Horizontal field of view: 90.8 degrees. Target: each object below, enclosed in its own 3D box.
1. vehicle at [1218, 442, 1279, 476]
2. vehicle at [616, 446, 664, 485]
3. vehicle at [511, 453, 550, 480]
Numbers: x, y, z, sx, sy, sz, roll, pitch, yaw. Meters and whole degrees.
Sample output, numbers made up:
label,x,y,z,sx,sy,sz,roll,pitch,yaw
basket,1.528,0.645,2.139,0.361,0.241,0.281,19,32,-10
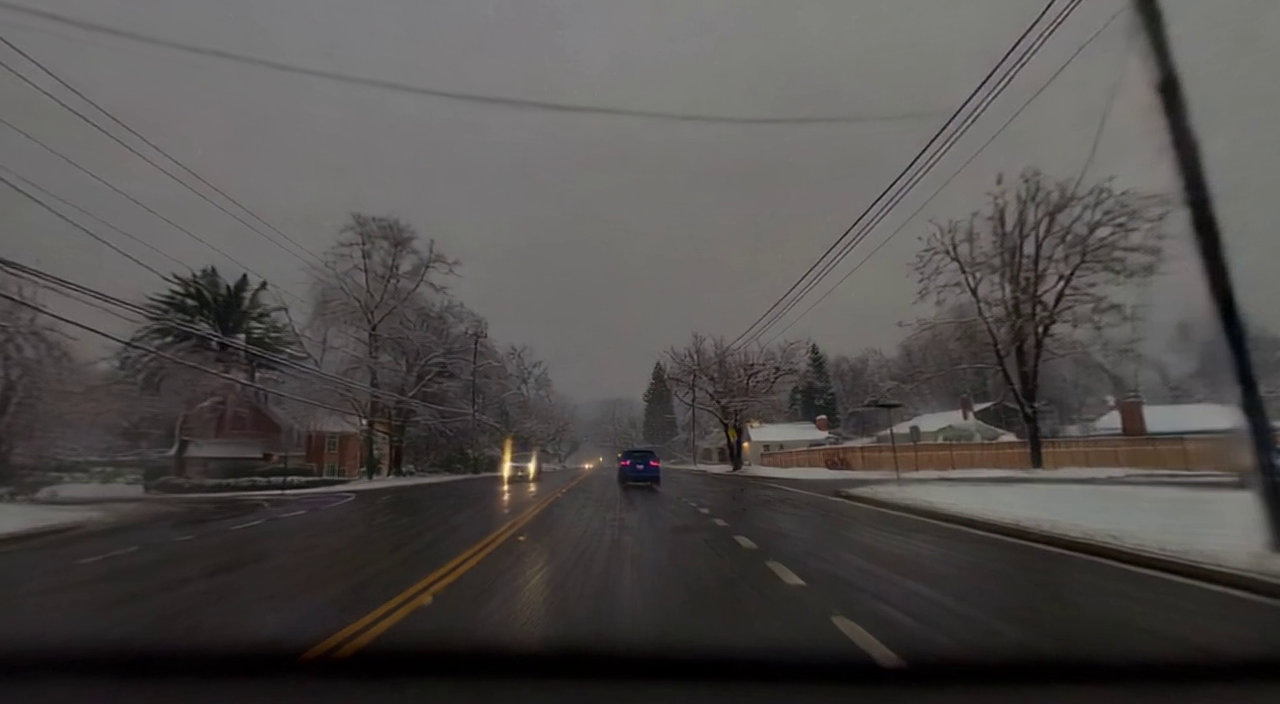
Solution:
label,x,y,z,sx,sy,sz,roll,pitch,yaw
vehicle,36.040,6.046,35.892,4.461,1.828,2.165,1,-8,-6
vehicle,-0.062,5.292,29.841,2.139,1.699,3.916,0,-8,-2
vehicle,-7.515,7.908,43.808,2.046,1.730,4.310,0,-8,-1
